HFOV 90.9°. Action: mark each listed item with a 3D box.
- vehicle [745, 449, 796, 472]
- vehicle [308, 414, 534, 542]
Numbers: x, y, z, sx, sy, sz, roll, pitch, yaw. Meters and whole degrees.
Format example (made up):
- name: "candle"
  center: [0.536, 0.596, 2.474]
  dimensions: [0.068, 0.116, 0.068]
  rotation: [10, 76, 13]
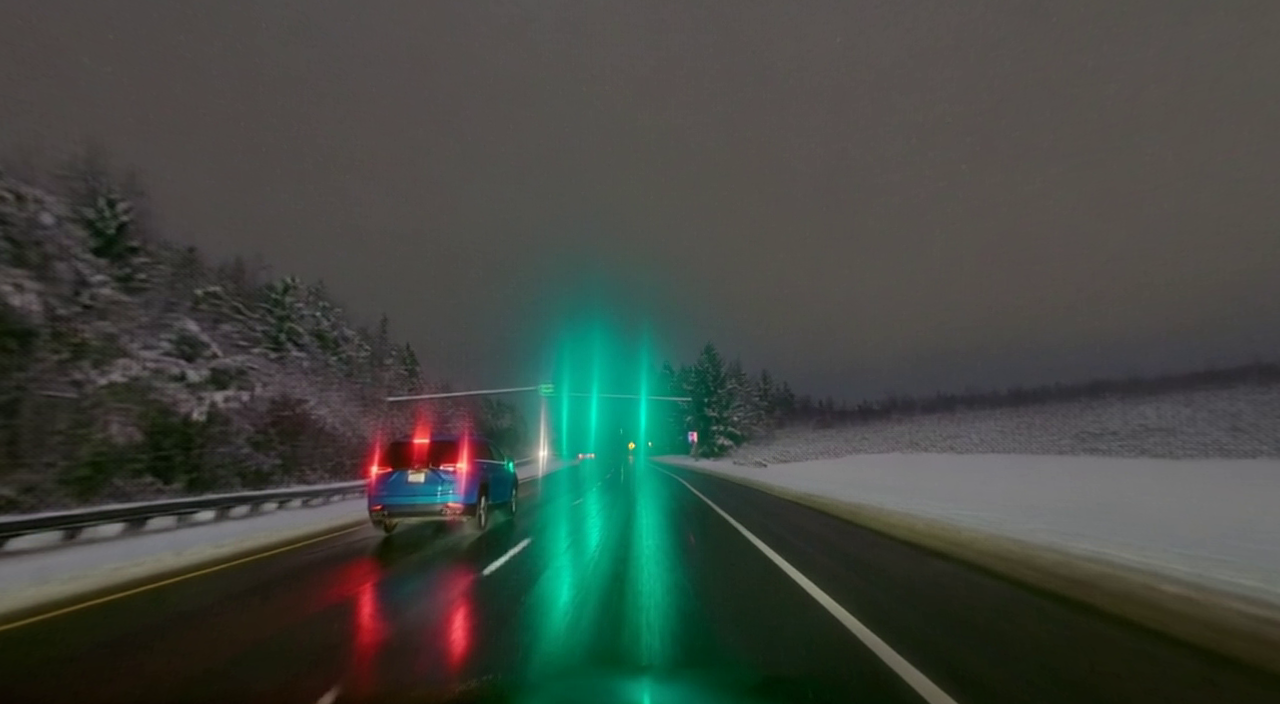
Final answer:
- name: "vehicle"
  center: [8.926, 7.431, 43.235]
  dimensions: [1.606, 1.438, 3.446]
  rotation: [2, -10, -25]
- name: "vehicle"
  center: [-3.637, 2.224, 11.792]
  dimensions: [2.336, 1.857, 4.986]
  rotation: [0, -9, 1]
